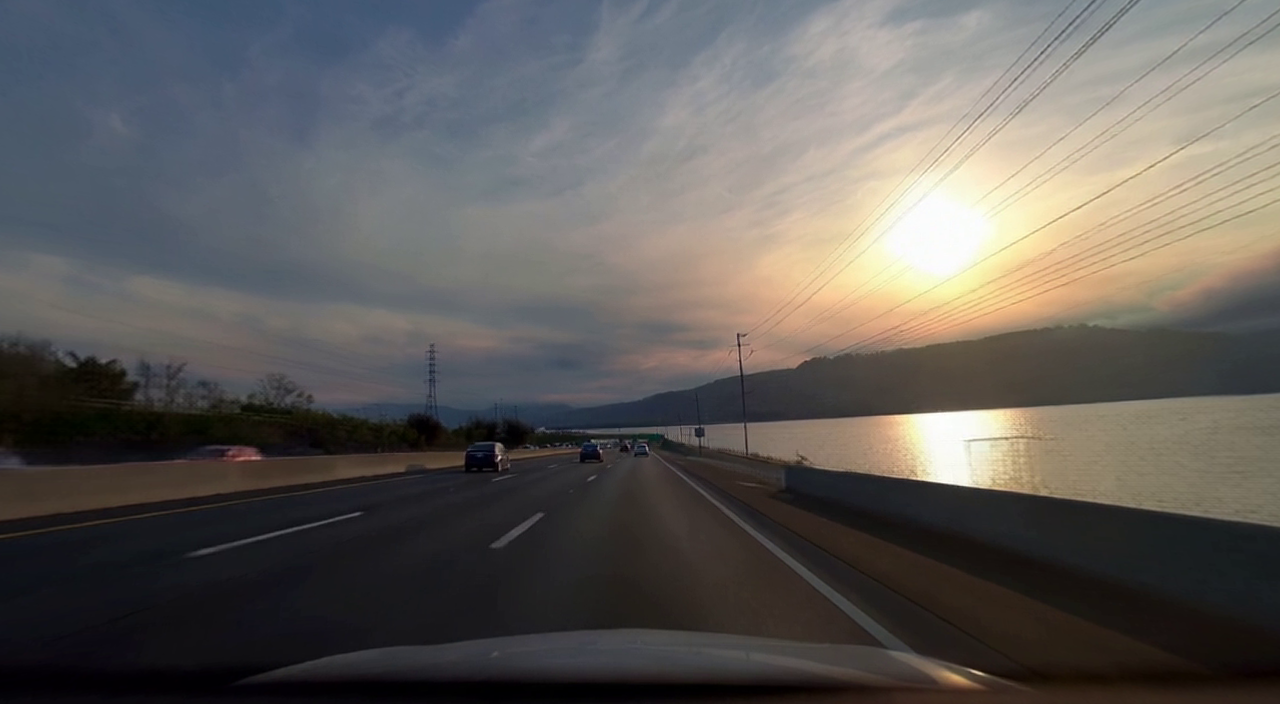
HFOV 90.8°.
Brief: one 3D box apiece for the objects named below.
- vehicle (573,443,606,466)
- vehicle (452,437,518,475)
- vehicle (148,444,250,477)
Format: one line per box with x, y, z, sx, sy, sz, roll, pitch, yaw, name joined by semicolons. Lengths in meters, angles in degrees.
-3.452;7.084;43.920;1.957;1.494;4.207;0;-8;1;vehicle
-7.491;5.058;30.943;2.050;1.717;4.418;0;-8;1;vehicle
-22.491;5.527;32.451;1.865;1.520;4.576;0;-8;0;vehicle
